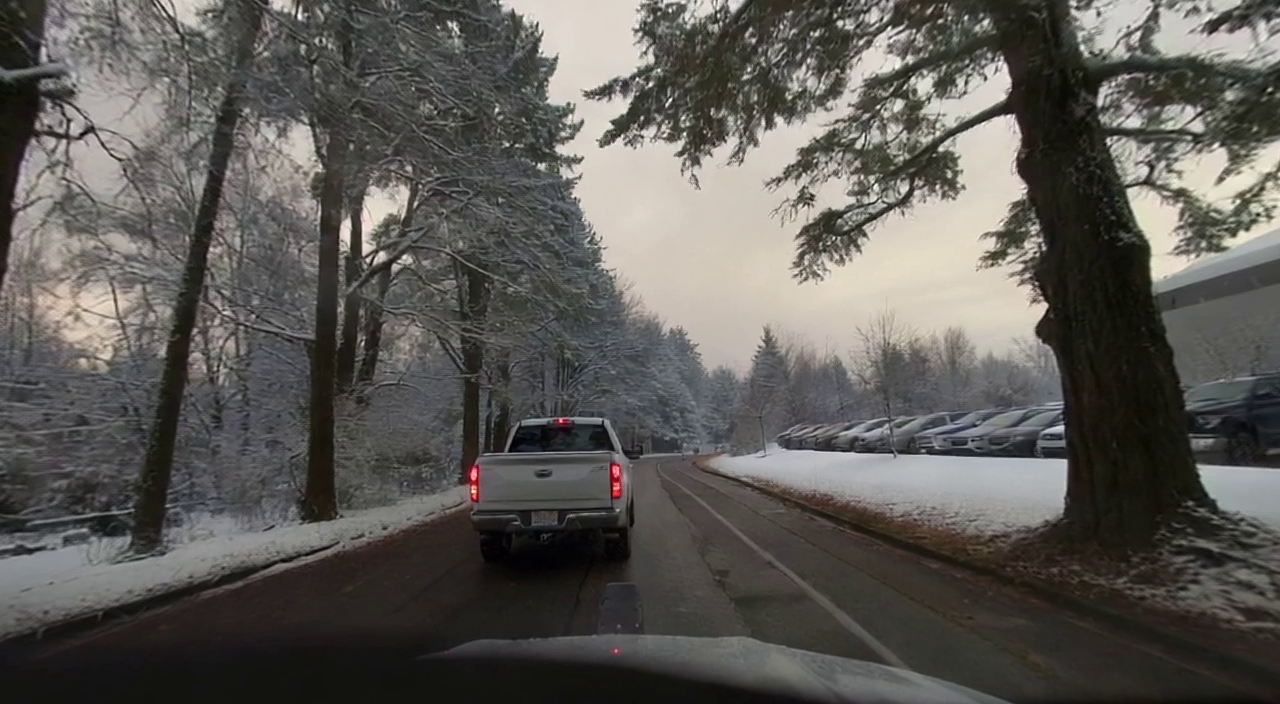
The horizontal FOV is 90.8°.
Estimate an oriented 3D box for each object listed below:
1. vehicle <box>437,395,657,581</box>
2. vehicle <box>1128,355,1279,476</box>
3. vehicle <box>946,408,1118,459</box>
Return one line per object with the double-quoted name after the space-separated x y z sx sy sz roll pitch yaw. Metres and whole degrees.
-0.871 1.706 8.803 2.157 1.816 5.039 0 -8 1 "vehicle"
12.549 1.262 11.580 5.191 1.983 2.335 1 -8 2 "vehicle"
11.960 2.521 19.501 3.964 1.484 1.924 0 -8 1 "vehicle"
